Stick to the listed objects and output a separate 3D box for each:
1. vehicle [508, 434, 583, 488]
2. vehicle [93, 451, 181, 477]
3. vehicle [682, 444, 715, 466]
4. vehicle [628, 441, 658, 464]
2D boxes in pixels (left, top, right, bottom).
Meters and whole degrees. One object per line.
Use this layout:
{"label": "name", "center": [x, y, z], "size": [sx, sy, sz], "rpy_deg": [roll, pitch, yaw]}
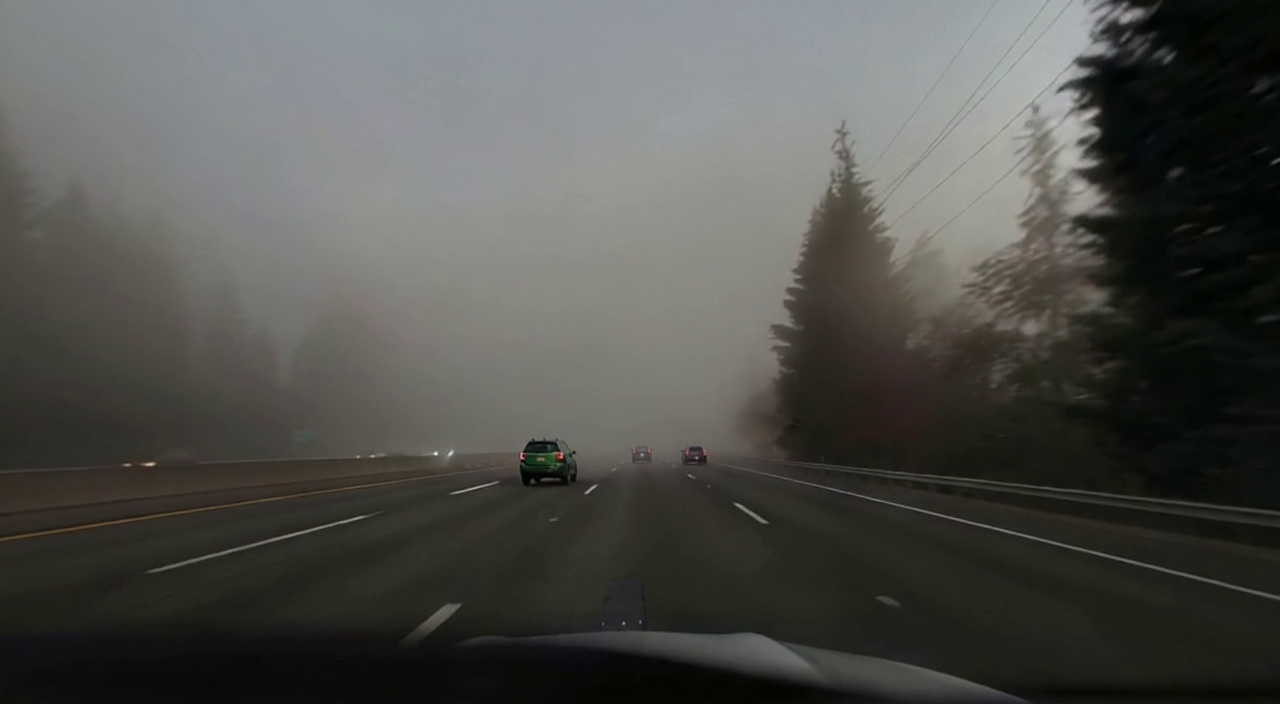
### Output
{"label": "vehicle", "center": [-3.221, 3.797, 22.314], "size": [1.961, 1.704, 4.052], "rpy_deg": [0, -8, 1]}
{"label": "vehicle", "center": [-32.399, 7.198, 40.782], "size": [1.904, 1.558, 4.504], "rpy_deg": [0, -8, 1]}
{"label": "vehicle", "center": [4.195, 7.415, 45.675], "size": [1.964, 1.479, 4.252], "rpy_deg": [0, -8, -1]}
{"label": "vehicle", "center": [0.207, 7.610, 47.697], "size": [2.156, 1.647, 3.987], "rpy_deg": [0, -8, 1]}
